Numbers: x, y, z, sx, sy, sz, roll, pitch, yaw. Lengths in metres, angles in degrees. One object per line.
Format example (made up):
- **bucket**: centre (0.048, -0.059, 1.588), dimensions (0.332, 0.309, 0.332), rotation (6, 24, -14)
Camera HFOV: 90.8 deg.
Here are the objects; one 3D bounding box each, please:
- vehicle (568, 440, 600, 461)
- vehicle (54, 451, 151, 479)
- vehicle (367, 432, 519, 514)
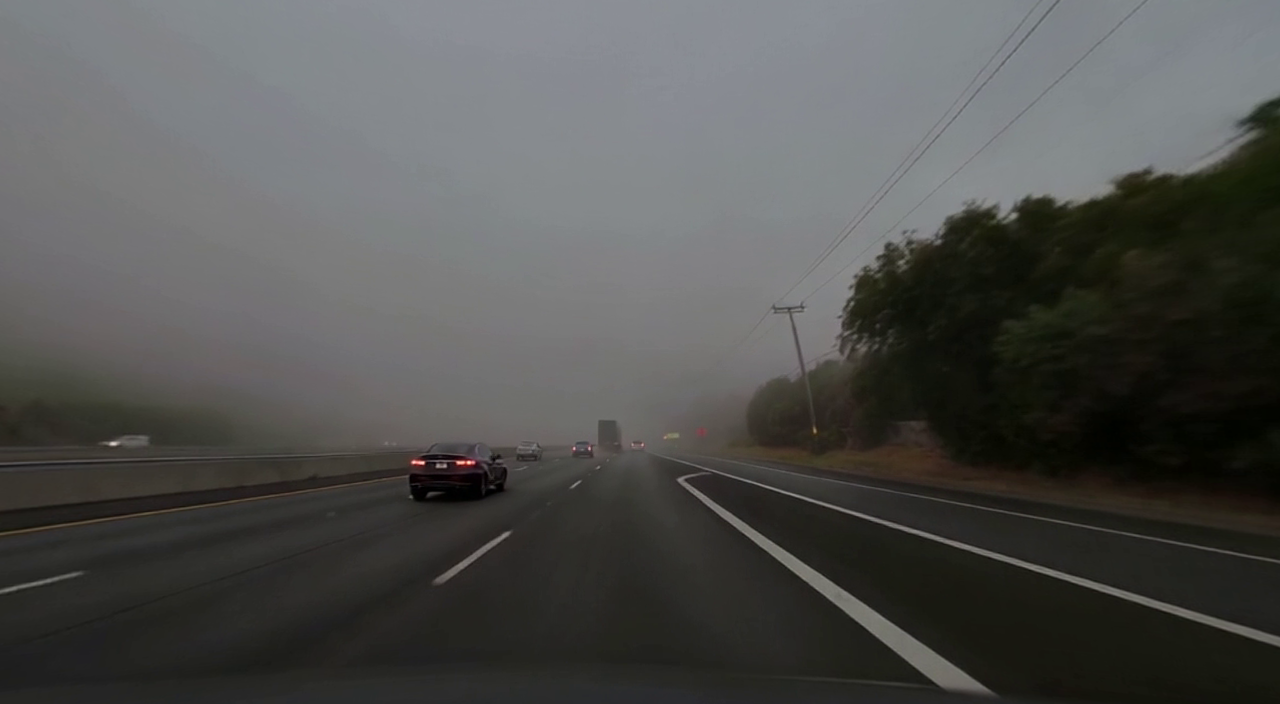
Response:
- **vehicle**: centre (-4.136, 7.339, 47.163), dimensions (2.038, 1.533, 4.103), rotation (0, -9, -1)
- **vehicle**: centre (-29.891, 6.261, 35.295), dimensions (1.916, 1.471, 3.905), rotation (0, -9, 1)
- **vehicle**: centre (-4.121, 2.610, 14.116), dimensions (1.963, 1.533, 4.477), rotation (0, -9, 0)
